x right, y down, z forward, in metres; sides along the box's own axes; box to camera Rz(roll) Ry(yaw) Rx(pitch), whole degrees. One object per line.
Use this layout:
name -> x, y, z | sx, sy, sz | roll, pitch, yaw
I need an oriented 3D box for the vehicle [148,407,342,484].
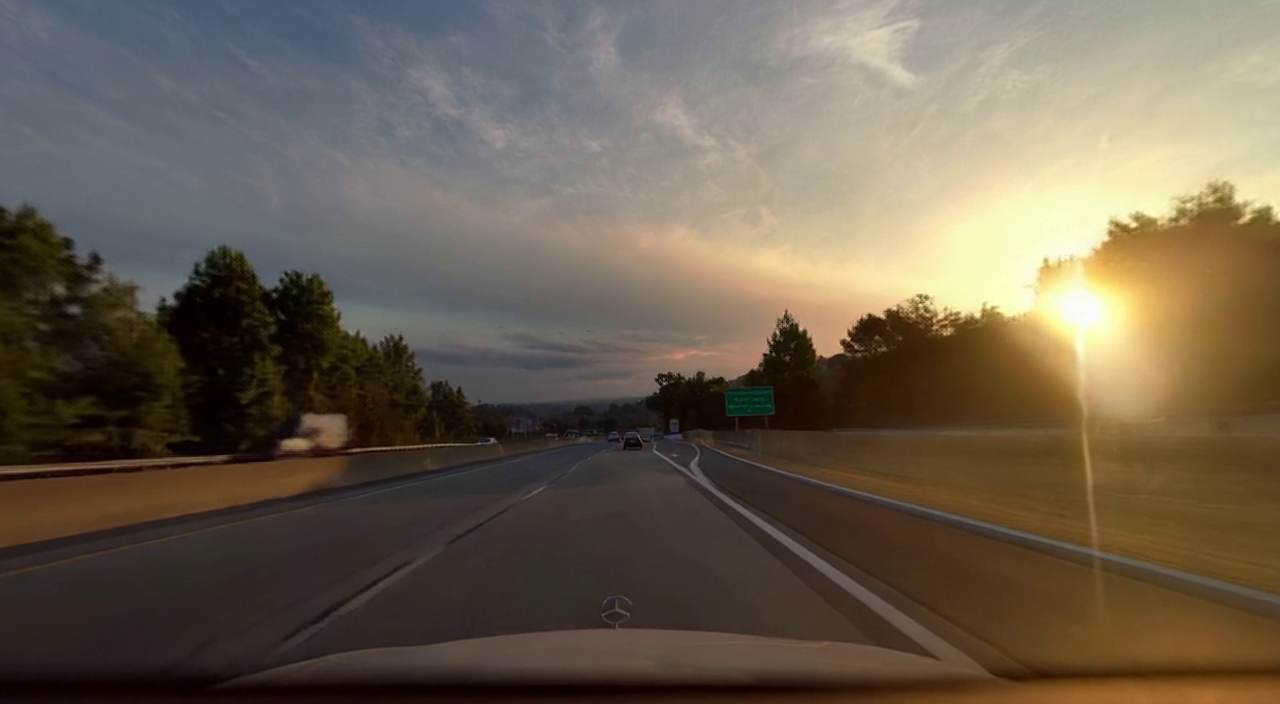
vehicle -> -13.083, 3.165, 21.662 | 2.624, 2.225, 6.259 | 0, -8, -1
